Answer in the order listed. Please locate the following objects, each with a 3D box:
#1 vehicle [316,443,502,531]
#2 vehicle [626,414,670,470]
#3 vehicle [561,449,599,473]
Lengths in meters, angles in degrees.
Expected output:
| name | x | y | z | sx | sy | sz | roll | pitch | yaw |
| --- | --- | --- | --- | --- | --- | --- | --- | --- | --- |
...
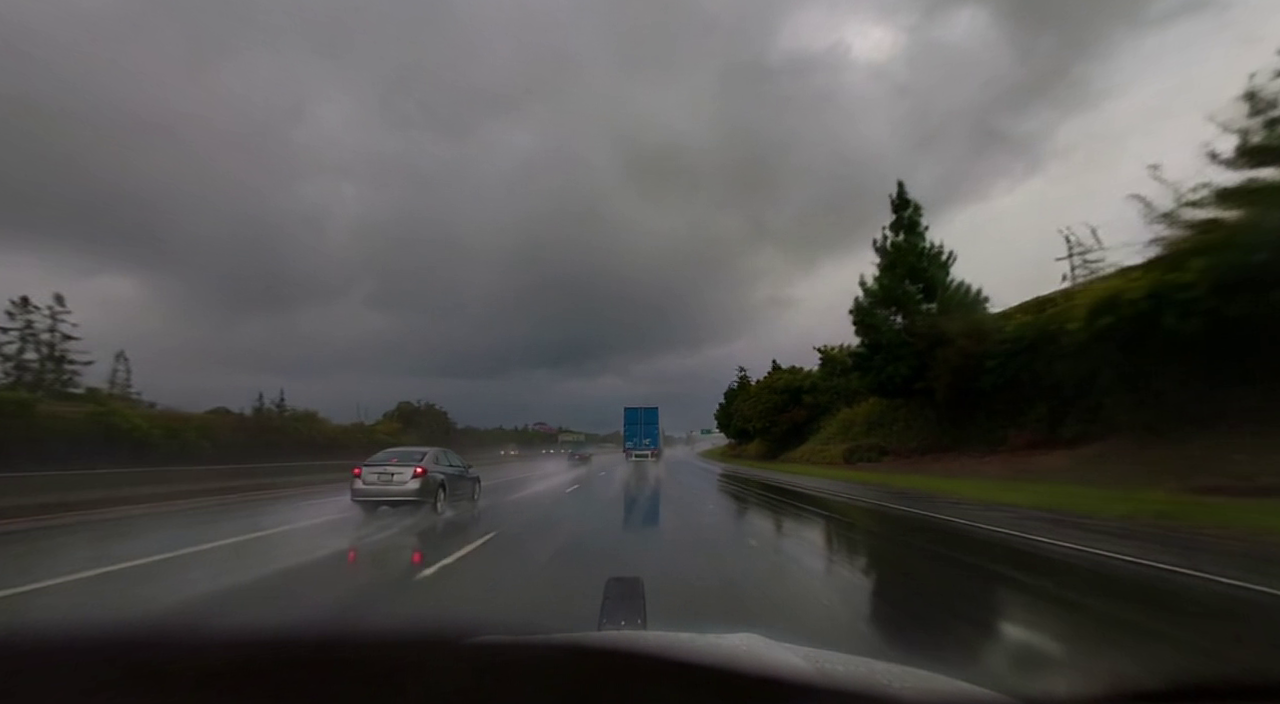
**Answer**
| name | x | y | z | sx | sy | sz | roll | pitch | yaw |
| --- | --- | --- | --- | --- | --- | --- | --- | --- | --- |
| vehicle | -4.369 | 2.610 | 12.809 | 2.010 | 1.461 | 4.391 | 0 | -9 | 1 |
| vehicle | 0.527 | 6.573 | 45.683 | 2.893 | 3.628 | 9.081 | 0 | -9 | 0 |
| vehicle | -3.757 | 6.908 | 40.221 | 1.981 | 1.435 | 4.199 | 0 | -9 | 1 |
